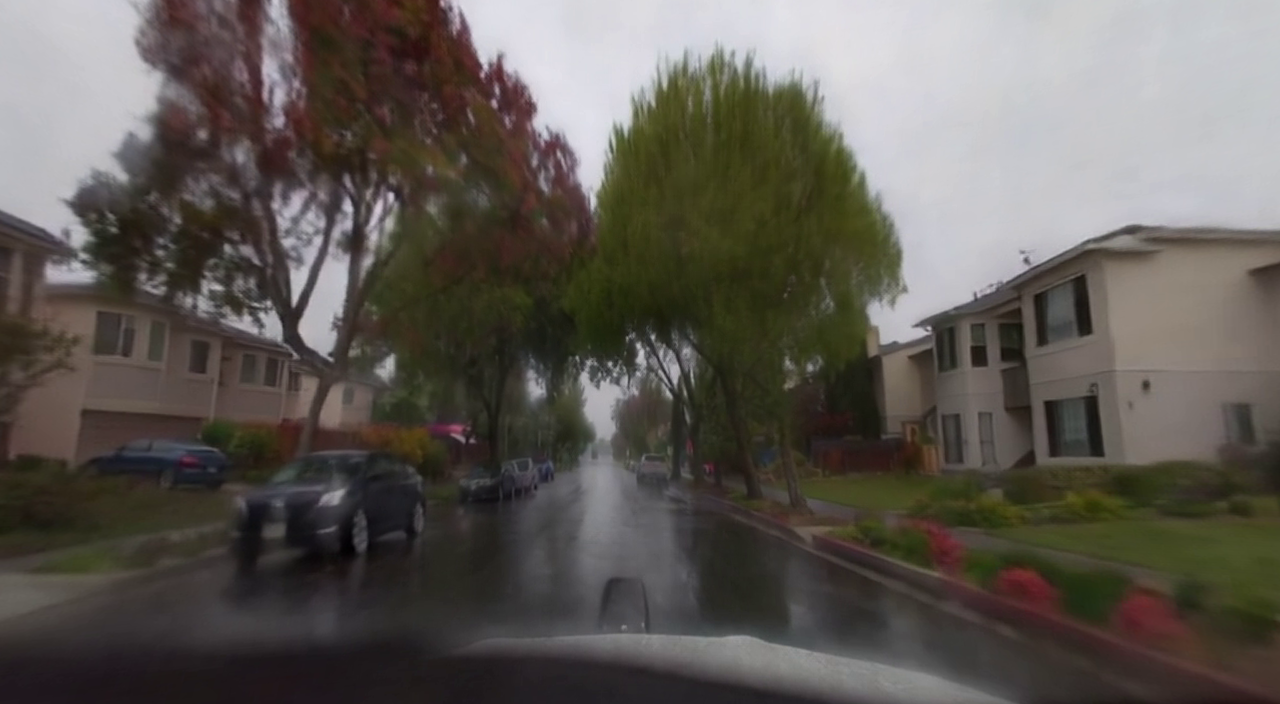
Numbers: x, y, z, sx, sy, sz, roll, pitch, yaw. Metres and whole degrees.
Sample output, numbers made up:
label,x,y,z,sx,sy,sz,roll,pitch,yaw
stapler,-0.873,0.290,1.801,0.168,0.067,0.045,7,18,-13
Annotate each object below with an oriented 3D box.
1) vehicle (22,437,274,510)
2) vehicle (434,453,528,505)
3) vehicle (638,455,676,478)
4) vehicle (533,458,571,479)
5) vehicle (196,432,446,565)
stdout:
label,x,y,z,sx,sy,sz,roll,pitch,yaw
vehicle,-11.929,2.974,15.586,4.414,1.658,1.988,1,-10,-3
vehicle,-5.183,4.193,21.208,2.086,1.493,4.582,-1,-10,-1
vehicle,1.081,7.707,42.535,2.000,1.456,5.251,1,-10,-5
vehicle,-5.843,7.781,42.365,1.995,1.330,4.080,0,-10,0
vehicle,-4.804,2.309,10.442,1.974,1.664,4.539,0,-11,-4
